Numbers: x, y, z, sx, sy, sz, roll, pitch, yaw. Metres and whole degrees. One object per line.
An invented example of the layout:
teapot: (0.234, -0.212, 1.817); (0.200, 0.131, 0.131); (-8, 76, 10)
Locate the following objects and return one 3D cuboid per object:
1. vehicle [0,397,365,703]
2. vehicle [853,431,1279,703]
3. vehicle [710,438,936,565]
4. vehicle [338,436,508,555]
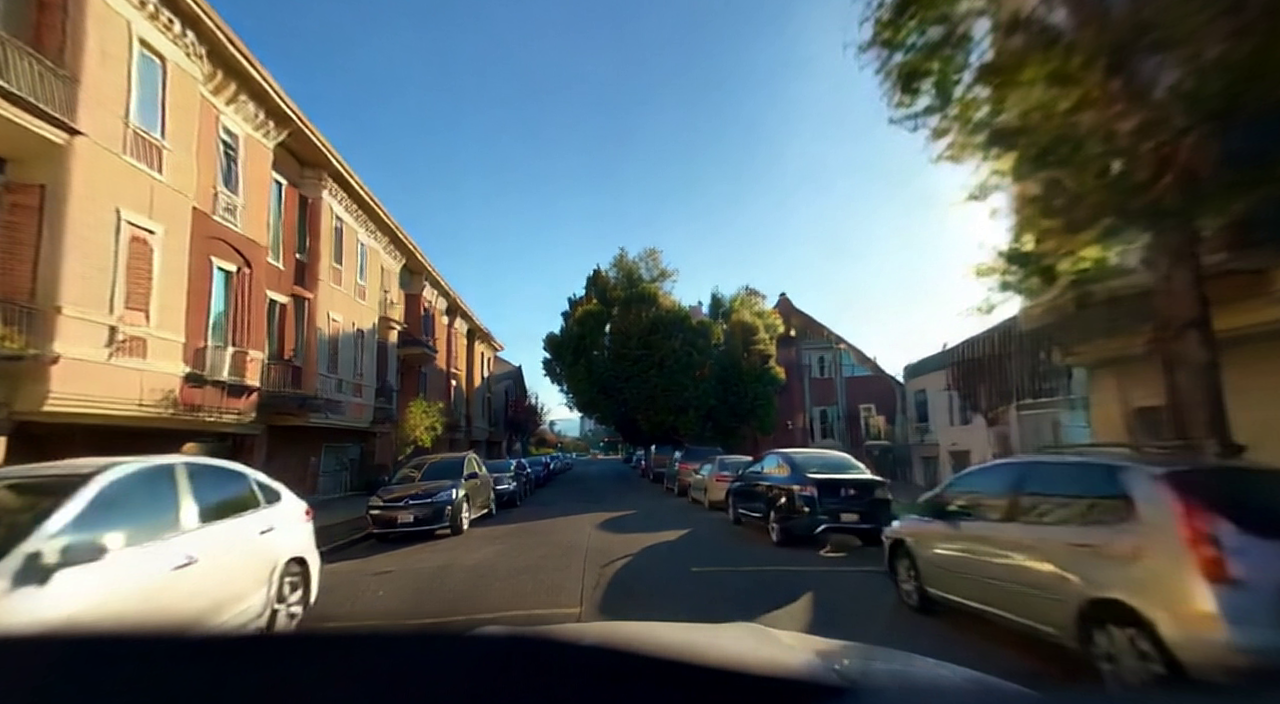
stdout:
vehicle: (-3.529, 1.267, 3.808); (2.175, 1.710, 4.000); (-2, -7, -4)
vehicle: (3.238, 1.284, 3.971); (1.904, 1.476, 4.480); (1, -8, -5)
vehicle: (2.659, 2.268, 10.523); (1.968, 1.595, 4.543); (1, -8, -7)
vehicle: (-4.017, 2.626, 12.529); (2.081, 1.679, 4.506); (-3, -6, -4)
